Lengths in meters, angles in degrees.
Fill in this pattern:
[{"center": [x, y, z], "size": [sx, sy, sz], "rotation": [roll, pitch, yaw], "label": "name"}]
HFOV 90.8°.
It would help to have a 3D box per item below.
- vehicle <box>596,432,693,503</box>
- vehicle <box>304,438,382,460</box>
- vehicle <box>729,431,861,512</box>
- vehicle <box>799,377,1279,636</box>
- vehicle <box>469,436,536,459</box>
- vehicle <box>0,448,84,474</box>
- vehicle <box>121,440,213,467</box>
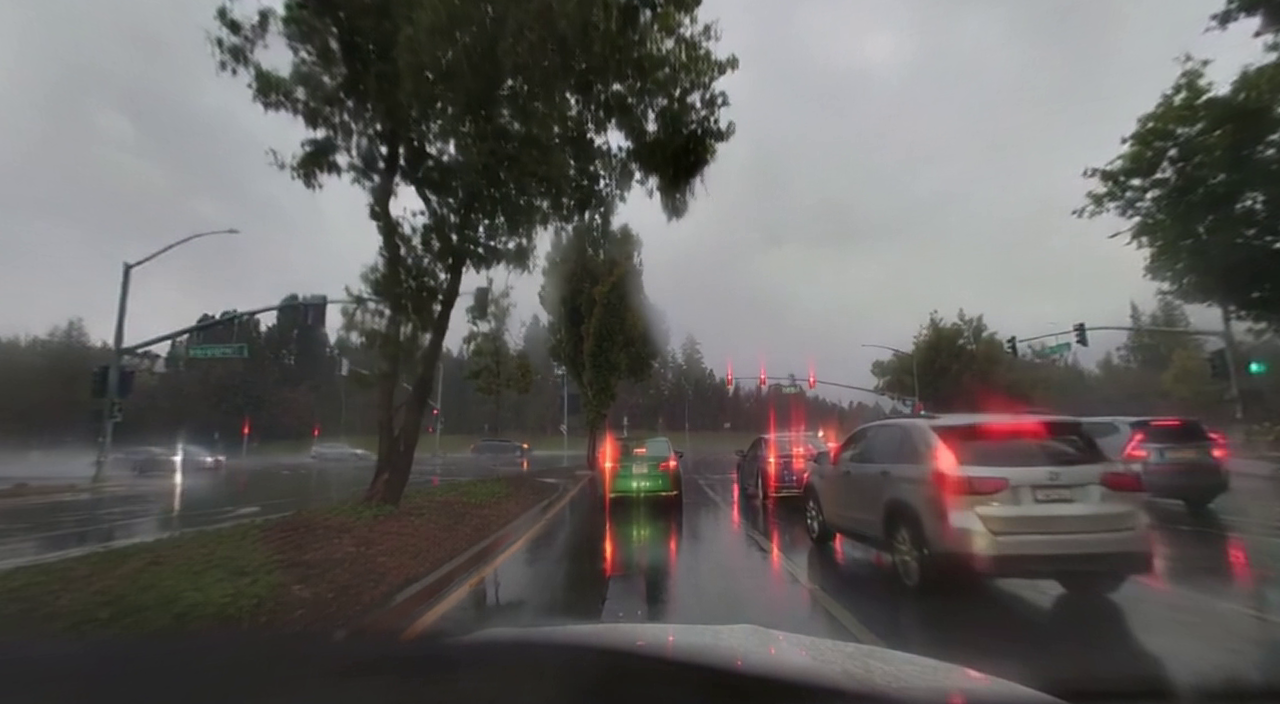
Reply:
[{"center": [0.129, 2.734, 15.340], "size": [2.026, 1.458, 4.175], "rotation": [0, -9, 1], "label": "vehicle"}, {"center": [-21.335, 7.005, 45.500], "size": [4.670, 1.542, 1.861], "rotation": [-1, -9, 6], "label": "vehicle"}, {"center": [3.180, 2.554, 13.968], "size": [1.861, 1.479, 4.371], "rotation": [0, -9, 1], "label": "vehicle"}, {"center": [3.439, 1.438, 6.938], "size": [2.111, 1.780, 4.990], "rotation": [0, -9, 0], "label": "vehicle"}, {"center": [-9.144, 6.379, 42.210], "size": [4.076, 1.498, 2.175], "rotation": [1, -9, -4], "label": "vehicle"}, {"center": [-36.450, 6.524, 37.906], "size": [4.630, 1.441, 1.923], "rotation": [-1, -9, 8], "label": "vehicle"}, {"center": [-30.126, 6.473, 40.292], "size": [4.517, 1.637, 1.935], "rotation": [-1, -9, 8], "label": "vehicle"}]
